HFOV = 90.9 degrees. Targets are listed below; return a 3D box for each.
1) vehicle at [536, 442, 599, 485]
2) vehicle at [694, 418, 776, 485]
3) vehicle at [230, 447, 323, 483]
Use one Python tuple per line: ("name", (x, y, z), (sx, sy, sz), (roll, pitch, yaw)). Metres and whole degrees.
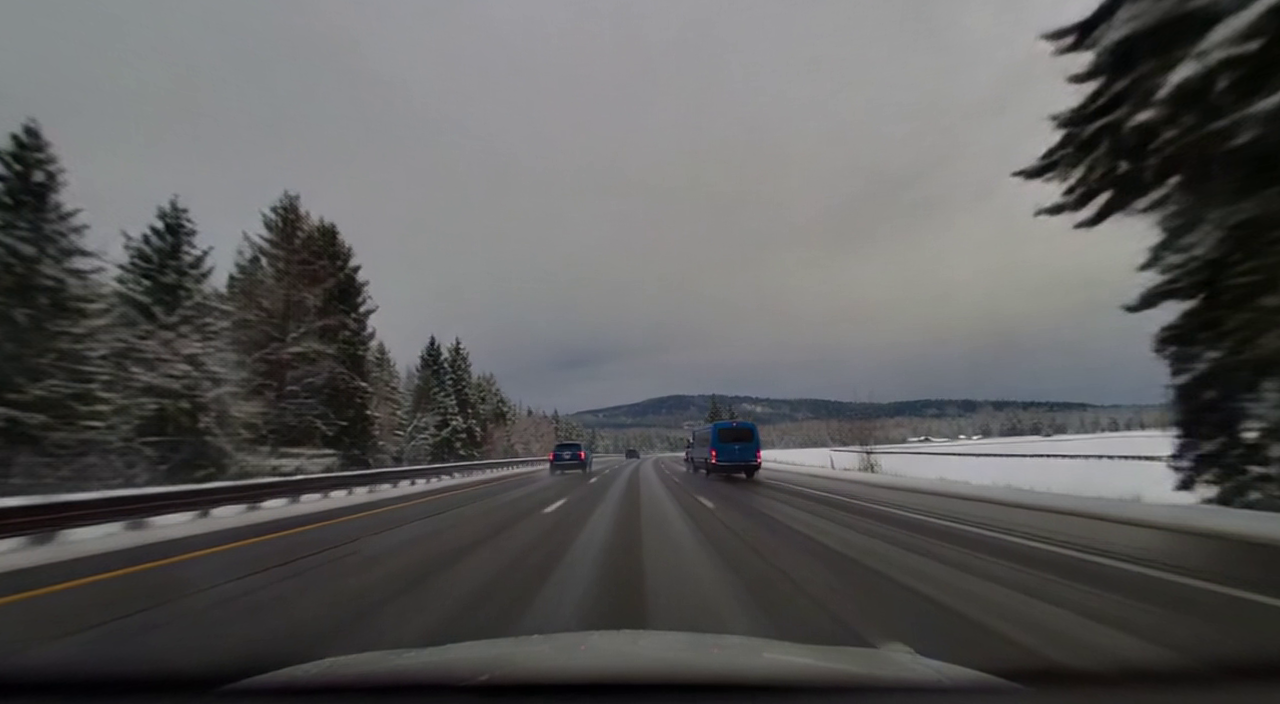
("vehicle", (-2.938, 4.664, 26.677), (2.020, 1.619, 4.690), (0, -9, 1))
("vehicle", (4.040, 4.464, 28.330), (2.614, 2.655, 6.429), (0, -9, -1))
("vehicle", (-20.808, 6.469, 36.390), (2.260, 1.868, 5.177), (0, -9, 0))
